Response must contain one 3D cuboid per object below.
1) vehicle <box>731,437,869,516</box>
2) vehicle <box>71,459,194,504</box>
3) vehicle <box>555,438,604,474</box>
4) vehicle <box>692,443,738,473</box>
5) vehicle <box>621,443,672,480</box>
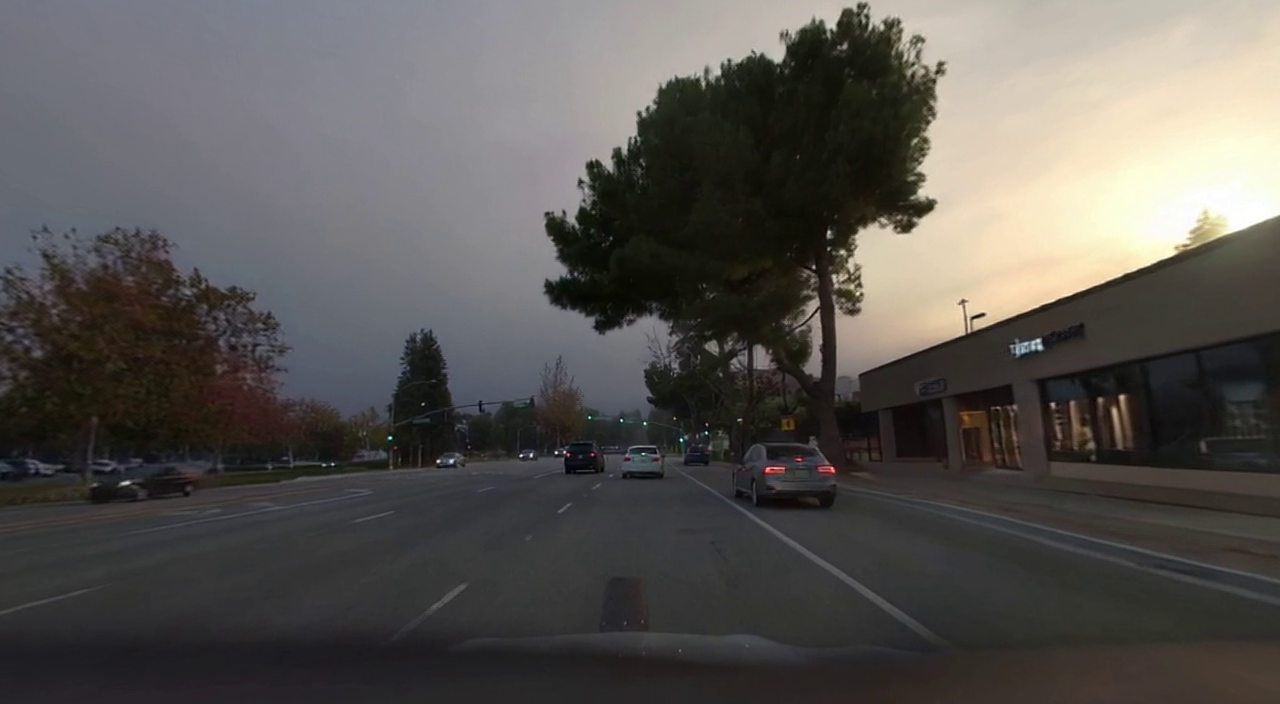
[{"bbox_3d":[3.344,2.682,14.145,1.948,1.474,4.360,0,-8,0],"label":"vehicle"},{"bbox_3d":[-22.792,5.781,28.588,1.898,1.743,4.365,0,-8,0],"label":"vehicle"},{"bbox_3d":[-3.084,5.418,32.942,2.023,1.720,4.452,-1,-8,2],"label":"vehicle"},{"bbox_3d":[3.919,5.613,33.665,1.913,1.463,4.198,0,-8,-1],"label":"vehicle"},{"bbox_3d":[0.298,4.550,26.446,1.971,1.433,3.923,0,-8,1],"label":"vehicle"}]
